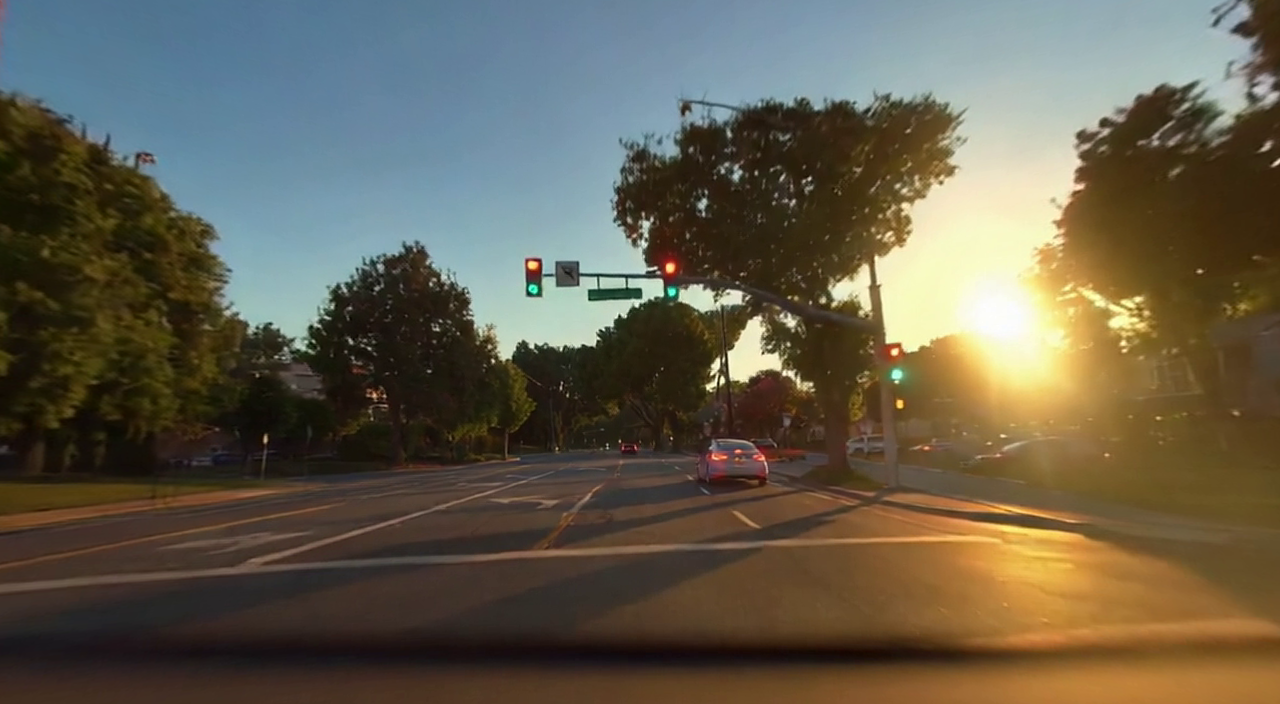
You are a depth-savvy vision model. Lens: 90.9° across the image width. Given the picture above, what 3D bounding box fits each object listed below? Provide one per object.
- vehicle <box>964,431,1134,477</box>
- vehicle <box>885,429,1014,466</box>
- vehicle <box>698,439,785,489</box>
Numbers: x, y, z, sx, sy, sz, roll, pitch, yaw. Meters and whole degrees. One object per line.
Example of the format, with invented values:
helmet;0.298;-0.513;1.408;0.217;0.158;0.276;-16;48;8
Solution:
vehicle;14.279;3.589;22.269;4.514;1.546;2.044;-1;-8;4
vehicle;13.639;4.232;27.985;4.689;1.583;1.947;0;-8;-1
vehicle;3.202;3.630;20.857;2.134;1.476;4.327;0;-8;-1
